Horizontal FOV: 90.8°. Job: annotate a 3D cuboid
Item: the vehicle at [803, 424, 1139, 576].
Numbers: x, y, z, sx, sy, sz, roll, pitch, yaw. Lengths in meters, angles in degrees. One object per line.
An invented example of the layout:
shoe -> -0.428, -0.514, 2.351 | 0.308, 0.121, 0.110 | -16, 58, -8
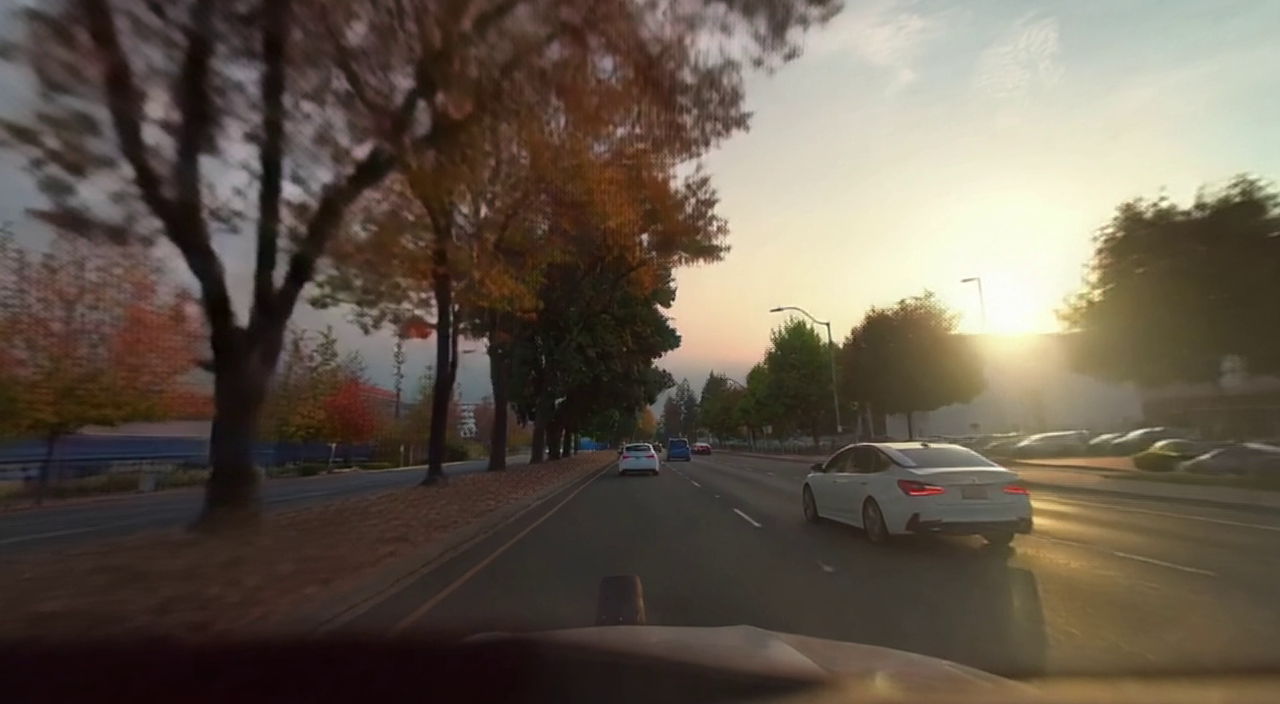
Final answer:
vehicle -> 3.828, 1.782, 8.442 | 2.094, 1.480, 4.323 | 0, -9, -1

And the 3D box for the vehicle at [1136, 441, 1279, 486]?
vehicle -> 21.051, 3.980, 22.960 | 1.893, 1.445, 4.947 | 0, -8, -2

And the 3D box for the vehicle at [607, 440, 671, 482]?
vehicle -> -0.085, 4.236, 24.926 | 2.289, 1.471, 4.477 | 0, -8, -2
